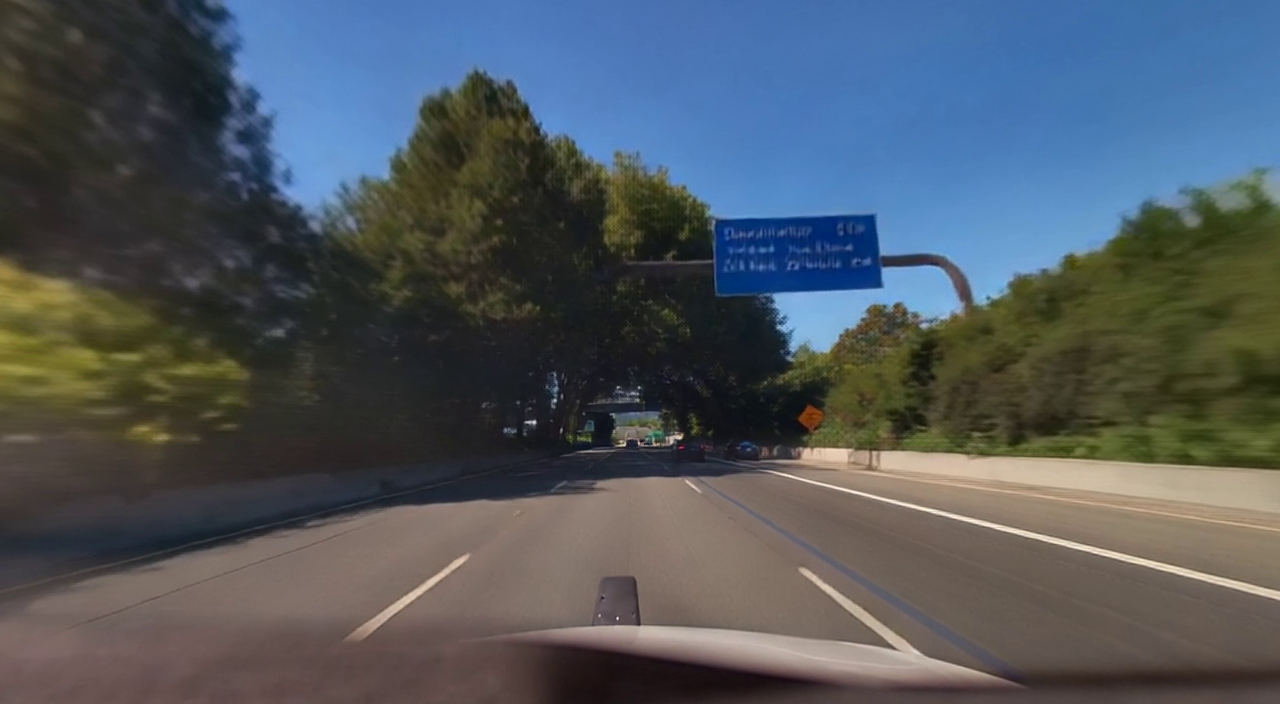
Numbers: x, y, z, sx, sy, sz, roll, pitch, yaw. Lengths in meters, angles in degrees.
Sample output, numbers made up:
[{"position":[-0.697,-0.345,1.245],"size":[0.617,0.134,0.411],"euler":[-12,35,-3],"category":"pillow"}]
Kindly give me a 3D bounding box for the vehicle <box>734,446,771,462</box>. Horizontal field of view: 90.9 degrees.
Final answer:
[{"position":[6.713,6.119,37.820],"size":[1.535,0.862,2.814],"euler":[0,-8,-3],"category":"vehicle"}]

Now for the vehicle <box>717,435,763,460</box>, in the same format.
[{"position":[6.538,6.257,41.665],"size":[2.003,1.522,4.940],"euler":[0,-8,-2],"category":"vehicle"}]

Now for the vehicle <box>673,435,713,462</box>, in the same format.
[{"position":[3.069,5.652,37.083],"size":[1.819,1.468,3.770],"euler":[0,-8,-3],"category":"vehicle"}]
